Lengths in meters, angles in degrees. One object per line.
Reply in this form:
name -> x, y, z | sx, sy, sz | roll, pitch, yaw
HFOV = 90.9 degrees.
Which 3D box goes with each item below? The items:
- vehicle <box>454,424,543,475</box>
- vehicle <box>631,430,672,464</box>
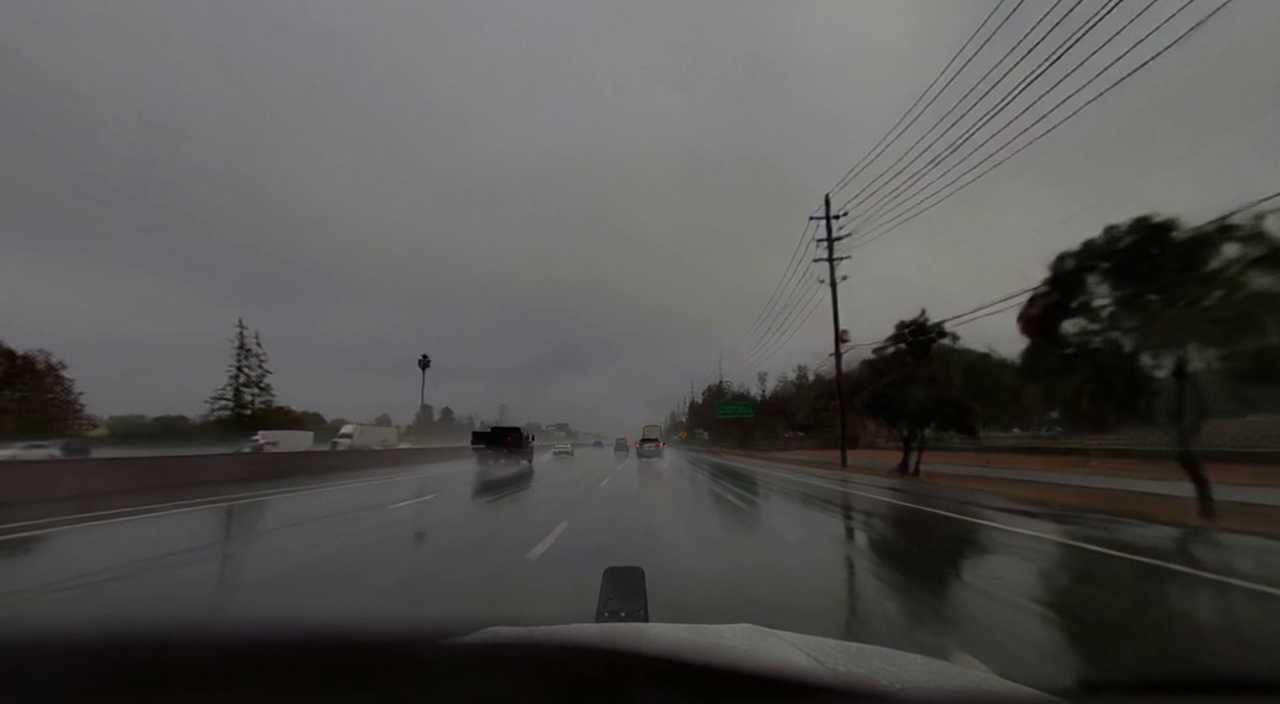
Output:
vehicle -> -6.156, 4.375, 28.456 | 2.460, 1.992, 6.474 | 0, -8, 1
vehicle -> 0.686, 6.084, 40.450 | 2.448, 2.025, 5.193 | 0, -8, 0
